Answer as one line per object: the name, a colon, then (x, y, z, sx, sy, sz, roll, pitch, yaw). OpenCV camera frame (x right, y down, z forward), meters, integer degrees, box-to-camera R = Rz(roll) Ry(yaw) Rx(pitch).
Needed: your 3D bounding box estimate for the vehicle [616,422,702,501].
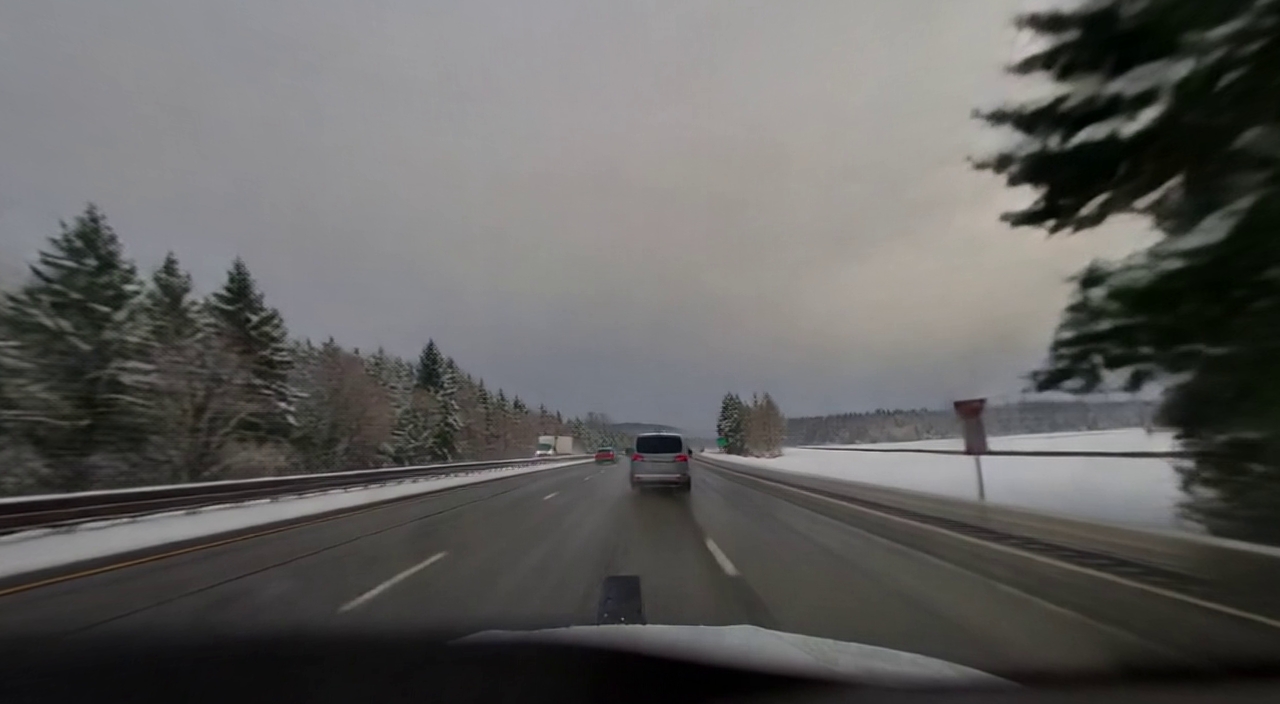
vehicle: (0.597, 3.239, 18.870, 2.219, 2.033, 4.911, -1, -9, 3)

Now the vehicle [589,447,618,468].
vehicle: (-2.820, 8.359, 49.906, 1.959, 1.571, 4.313, -1, -9, 1)
